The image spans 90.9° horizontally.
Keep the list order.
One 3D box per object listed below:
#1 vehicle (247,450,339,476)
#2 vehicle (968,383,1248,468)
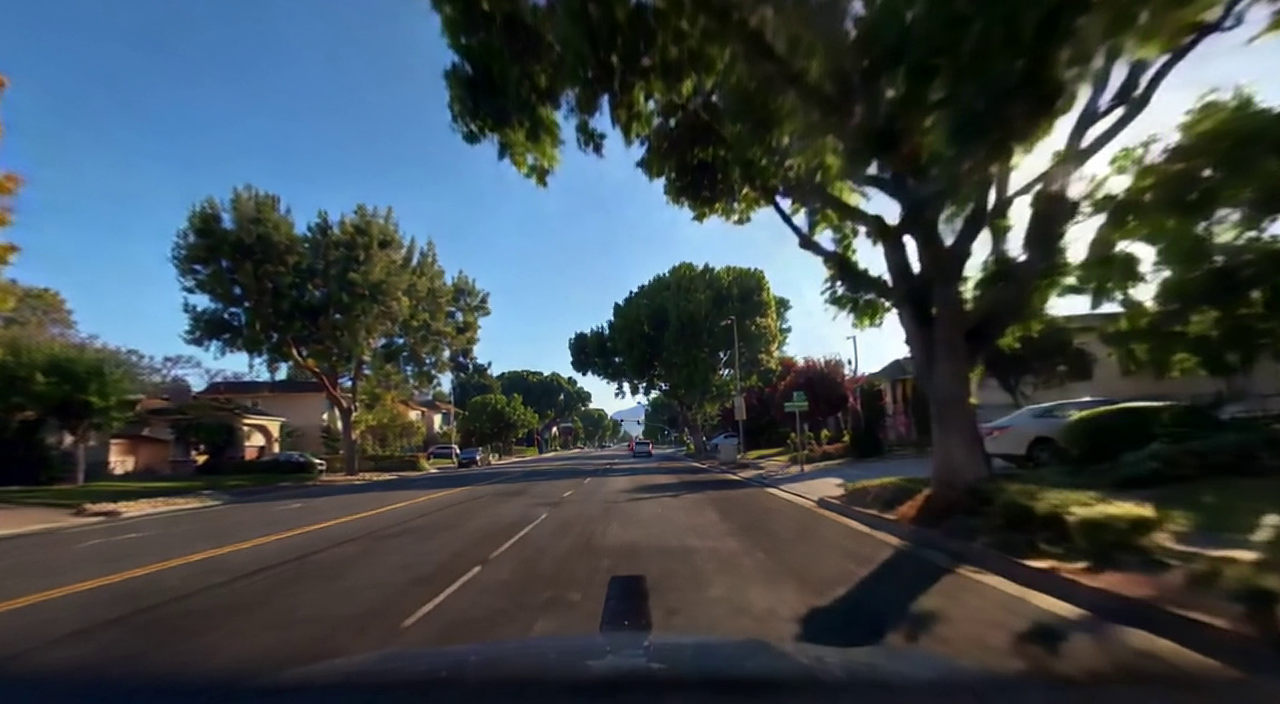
[{"bbox_3d":[-22.688,7.284,41.379,4.791,1.564,2.125,0,-8,-5],"label":"vehicle"},{"bbox_3d":[11.200,1.874,15.579,4.996,1.563,1.984,-6,-10,14],"label":"vehicle"}]
